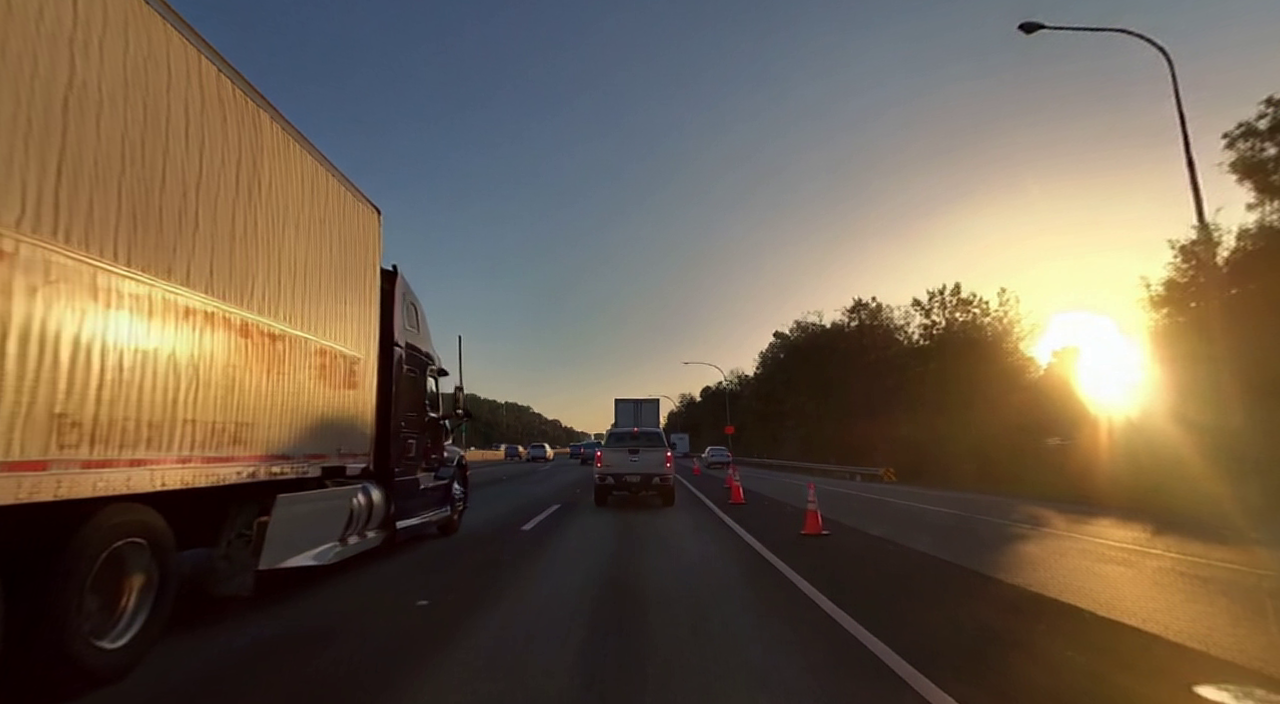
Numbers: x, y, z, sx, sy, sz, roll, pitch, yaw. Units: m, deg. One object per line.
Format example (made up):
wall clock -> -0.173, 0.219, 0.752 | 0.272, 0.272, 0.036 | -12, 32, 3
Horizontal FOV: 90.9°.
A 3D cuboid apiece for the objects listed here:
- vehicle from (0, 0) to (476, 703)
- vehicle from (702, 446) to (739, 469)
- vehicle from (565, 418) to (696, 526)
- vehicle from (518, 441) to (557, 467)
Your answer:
vehicle -> -3.816, 0.163, 4.451 | 2.990, 3.885, 8.243 | 0, -9, 0
vehicle -> 5.519, 7.268, 43.808 | 1.918, 1.479, 4.571 | 0, -9, -1
vehicle -> -0.179, 2.284, 12.462 | 2.152, 1.779, 3.924 | 0, -9, -1
vehicle -> -7.103, 7.088, 44.121 | 1.950, 1.716, 4.436 | 0, -9, 1
